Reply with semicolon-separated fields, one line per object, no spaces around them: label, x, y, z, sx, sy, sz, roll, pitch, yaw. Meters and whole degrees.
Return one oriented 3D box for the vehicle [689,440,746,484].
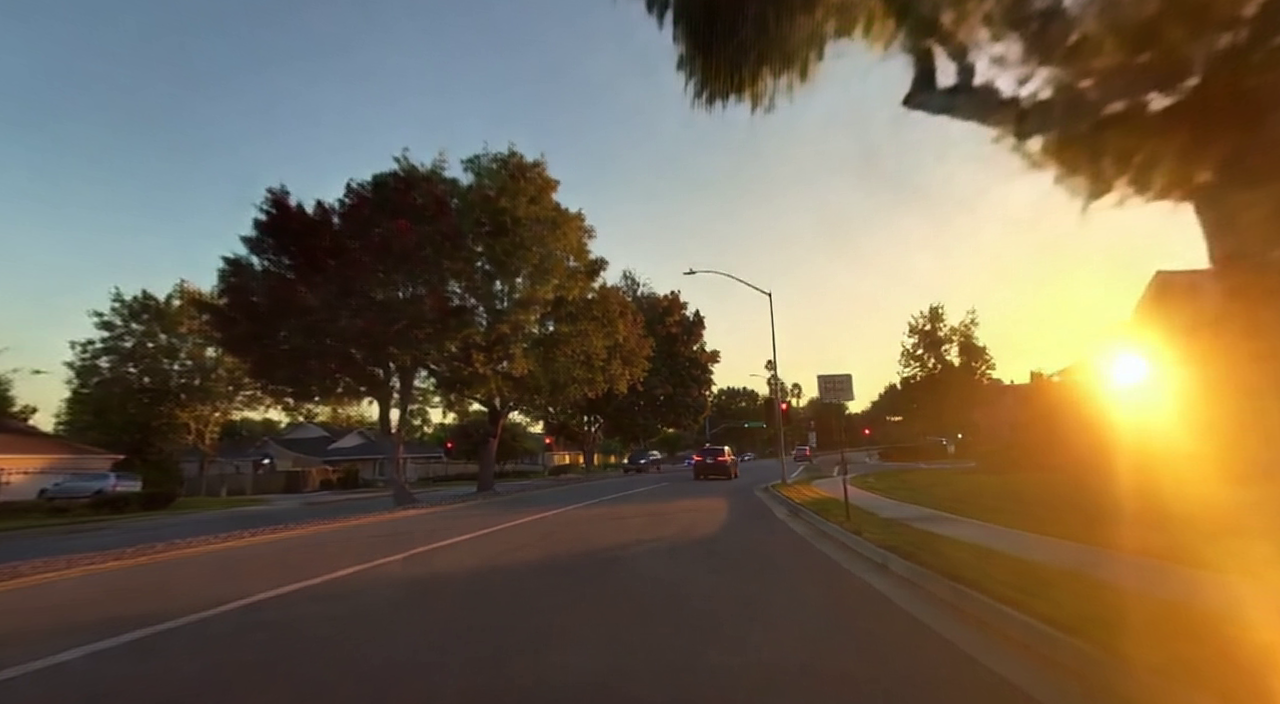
vehicle;3.855;5.254;30.423;2.059;1.908;4.714;-2;-9;15

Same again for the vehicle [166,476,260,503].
vehicle;-29.706;9.571;43.916;4.697;1.691;2.486;0;-8;-3

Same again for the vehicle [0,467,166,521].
vehicle;-24.329;6.149;27.734;2.332;1.896;5.688;0;-8;1
